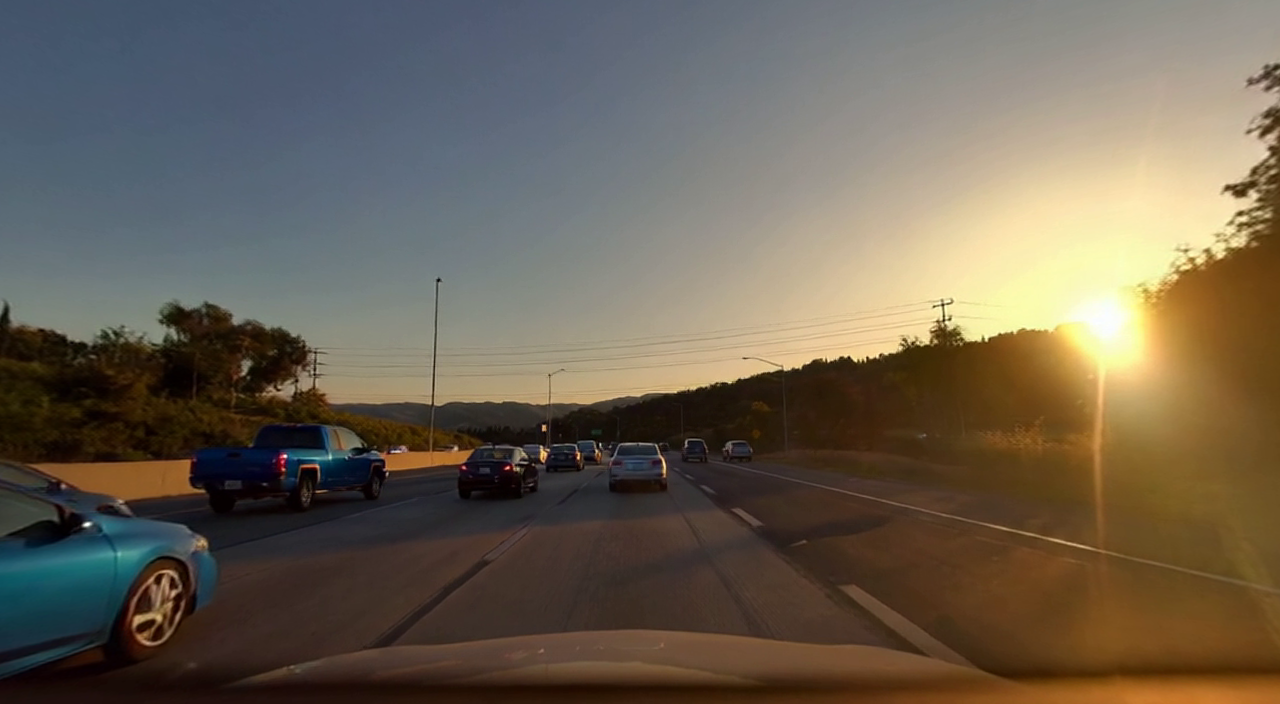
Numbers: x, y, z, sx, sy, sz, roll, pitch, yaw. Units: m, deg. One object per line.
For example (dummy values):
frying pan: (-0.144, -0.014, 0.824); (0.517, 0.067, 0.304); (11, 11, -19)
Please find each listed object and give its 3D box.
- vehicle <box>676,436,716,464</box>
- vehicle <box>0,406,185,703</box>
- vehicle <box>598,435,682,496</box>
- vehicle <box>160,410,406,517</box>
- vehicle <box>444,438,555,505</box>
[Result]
vehicle: (3.775, 6.703, 43.273); (2.113, 1.800, 5.376); (0, -8, -1)
vehicle: (-3.611, 0.775, 1.214); (1.955, 1.481, 4.604); (-1, -8, 1)
vehicle: (-0.019, 3.178, 18.105); (2.102, 1.499, 4.439); (0, -8, -1)
vehicle: (-7.530, 2.435, 14.325); (2.194, 1.922, 5.637); (0, -8, 1)
vehicle: (-3.386, 2.944, 16.051); (1.899, 1.437, 4.131); (0, -8, 0)
